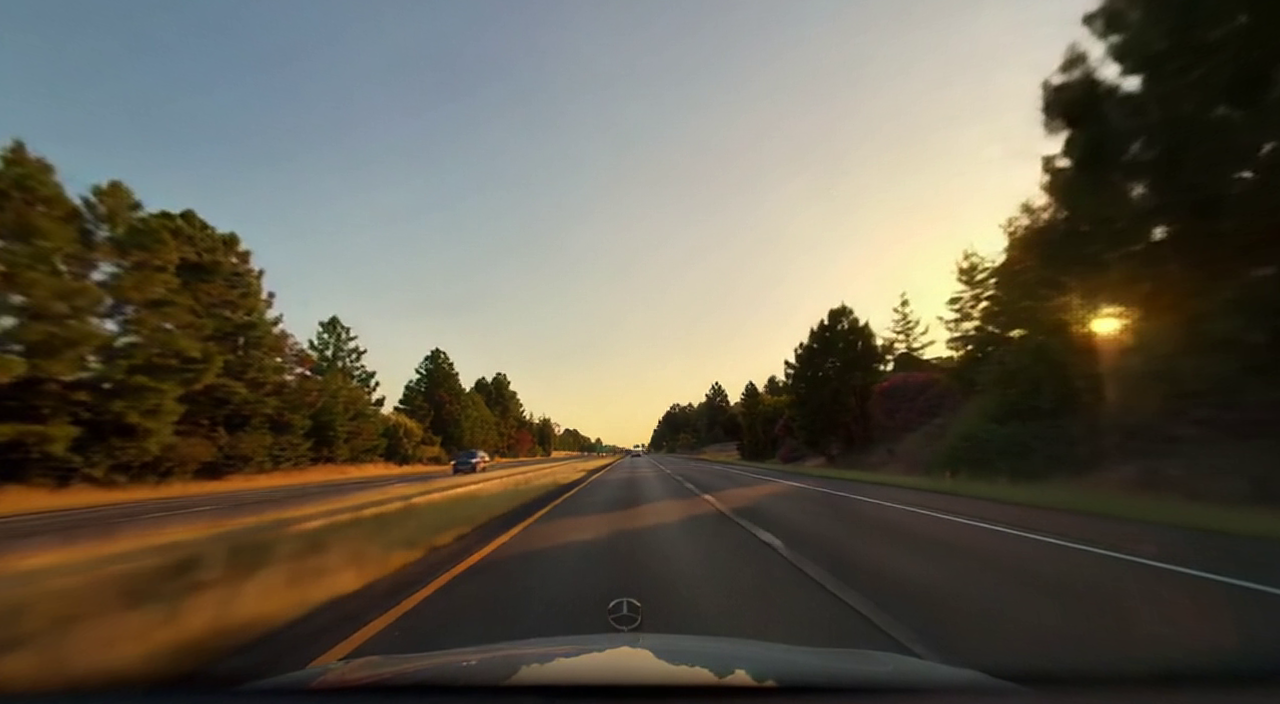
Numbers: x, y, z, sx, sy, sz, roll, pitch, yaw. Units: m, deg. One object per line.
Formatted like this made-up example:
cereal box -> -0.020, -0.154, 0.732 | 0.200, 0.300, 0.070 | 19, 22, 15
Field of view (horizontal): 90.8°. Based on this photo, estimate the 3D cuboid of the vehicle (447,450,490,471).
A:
vehicle -> -12.896, 8.172, 47.666 | 2.037, 1.461, 4.527 | 0, -9, 0
